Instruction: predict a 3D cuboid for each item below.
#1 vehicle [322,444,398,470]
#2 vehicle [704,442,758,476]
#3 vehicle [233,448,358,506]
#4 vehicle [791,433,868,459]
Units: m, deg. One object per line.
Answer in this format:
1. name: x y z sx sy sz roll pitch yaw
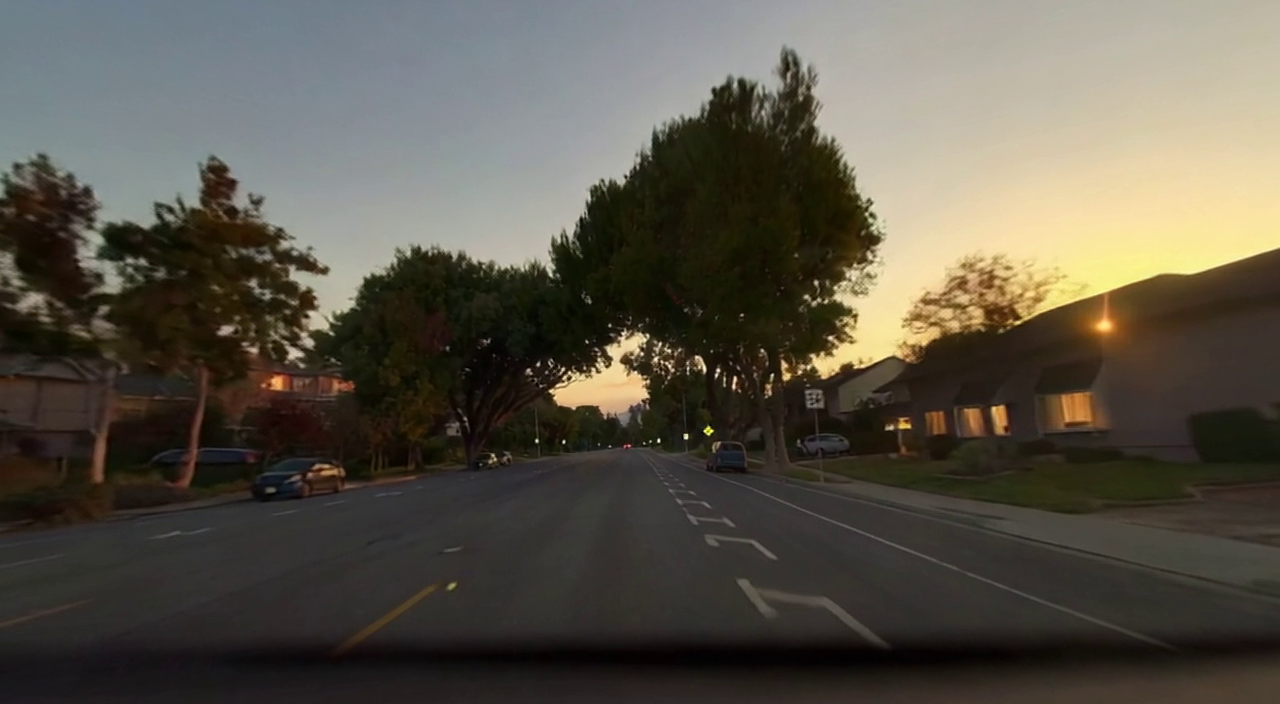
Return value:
1. vehicle: -20.761 7.784 46.909 4.615 1.636 2.052 2 -8 4
2. vehicle: 4.406 5.294 31.319 2.000 1.520 4.943 0 -10 0
3. vehicle: -12.438 4.475 23.230 2.034 1.646 4.808 -4 -7 -2
4. vehicle: 13.363 6.683 44.810 4.852 1.760 1.999 0 -9 4
